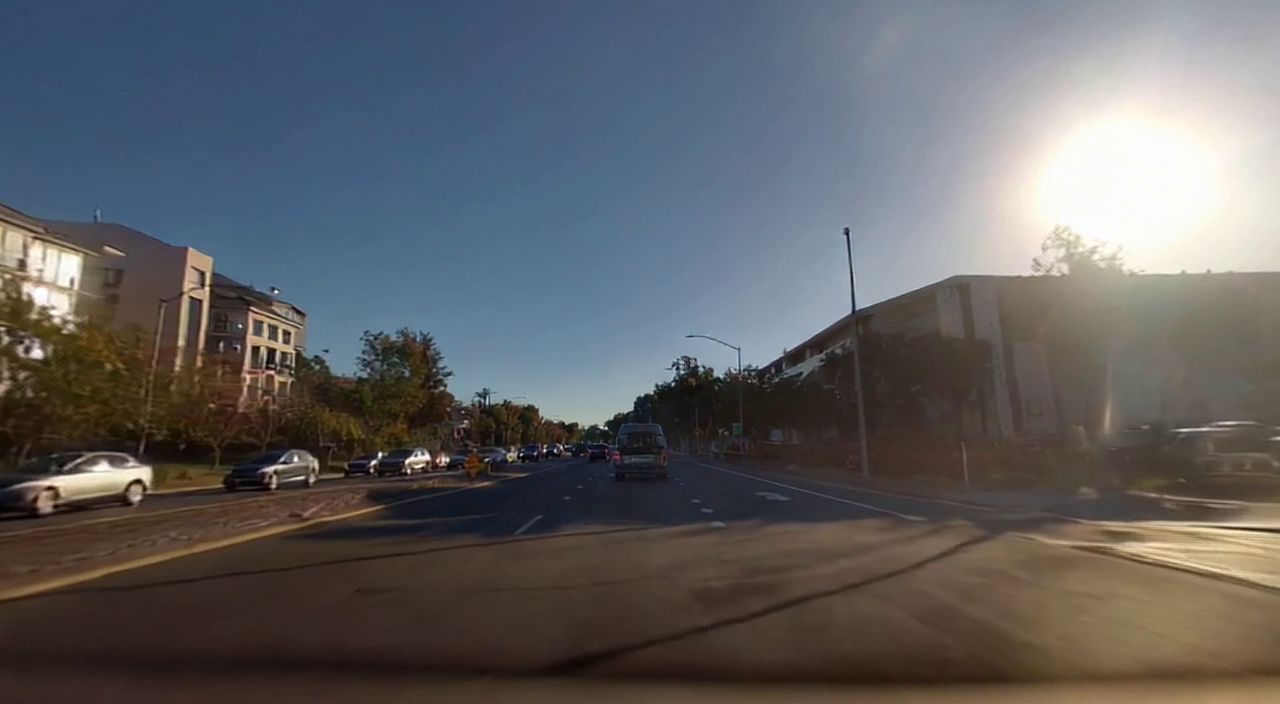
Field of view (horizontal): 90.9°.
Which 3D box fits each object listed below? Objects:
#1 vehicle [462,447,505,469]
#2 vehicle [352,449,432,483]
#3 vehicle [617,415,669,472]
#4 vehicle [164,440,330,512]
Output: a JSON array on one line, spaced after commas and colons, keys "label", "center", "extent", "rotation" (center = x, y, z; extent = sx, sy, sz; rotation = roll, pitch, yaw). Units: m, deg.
[{"label": "vehicle", "center": [-11.448, 7.779, 46.372], "extent": [1.884, 1.486, 4.566], "rotation": [-1, -8, 2]}, {"label": "vehicle", "center": [-11.774, 5.401, 30.267], "extent": [1.935, 1.467, 4.451], "rotation": [-1, -8, 2]}, {"label": "vehicle", "center": [0.082, 5.830, 40.094], "extent": [2.843, 3.120, 10.422], "rotation": [0, -8, -1]}, {"label": "vehicle", "center": [-12.342, 3.849, 20.320], "extent": [2.068, 1.747, 5.040], "rotation": [-4, -7, 1]}]
